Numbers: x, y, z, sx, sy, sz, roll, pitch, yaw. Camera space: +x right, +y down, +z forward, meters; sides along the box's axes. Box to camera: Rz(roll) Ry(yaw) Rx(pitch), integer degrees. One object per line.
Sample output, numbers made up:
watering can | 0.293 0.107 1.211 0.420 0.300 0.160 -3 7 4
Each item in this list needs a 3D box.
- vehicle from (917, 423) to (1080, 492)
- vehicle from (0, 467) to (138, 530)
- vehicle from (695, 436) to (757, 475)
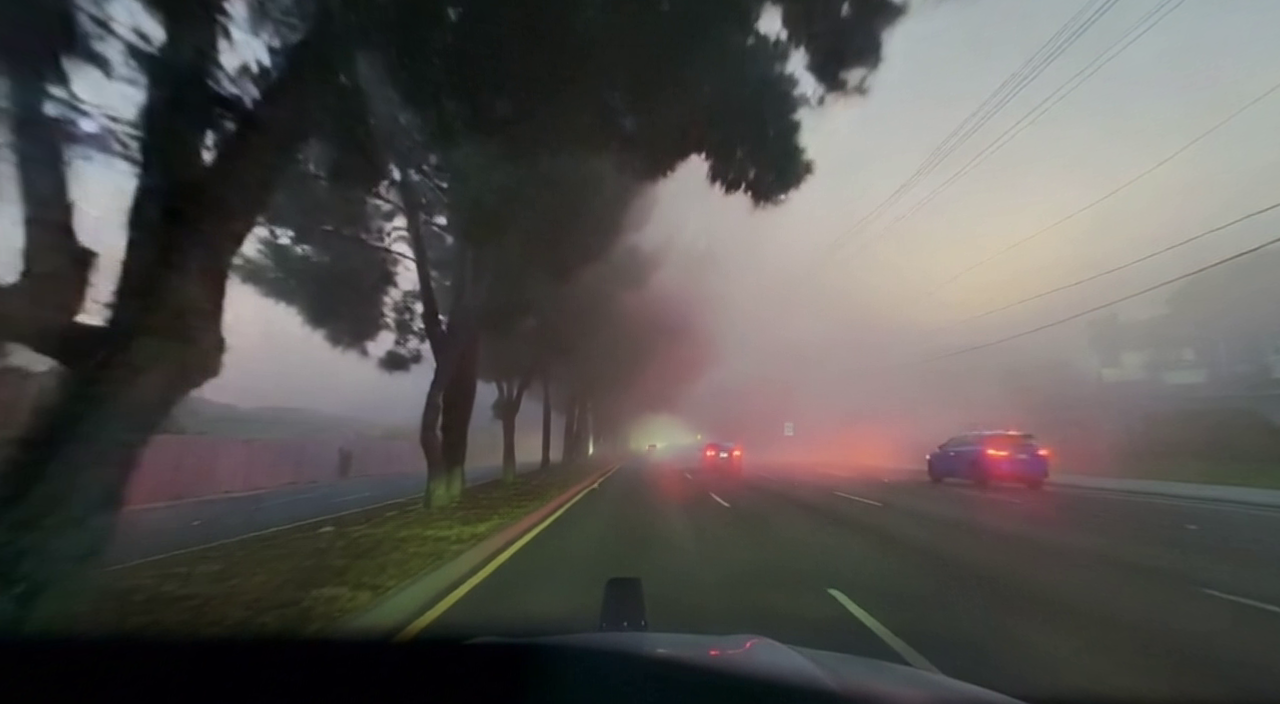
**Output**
vehicle | 9.890 2.934 17.894 1.978 1.700 4.461 0 -8 0
vehicle | -17.775 4.248 18.716 1.952 1.468 4.487 0 -8 1
vehicle | 3.554 4.364 26.799 2.063 1.481 4.247 0 -8 0
